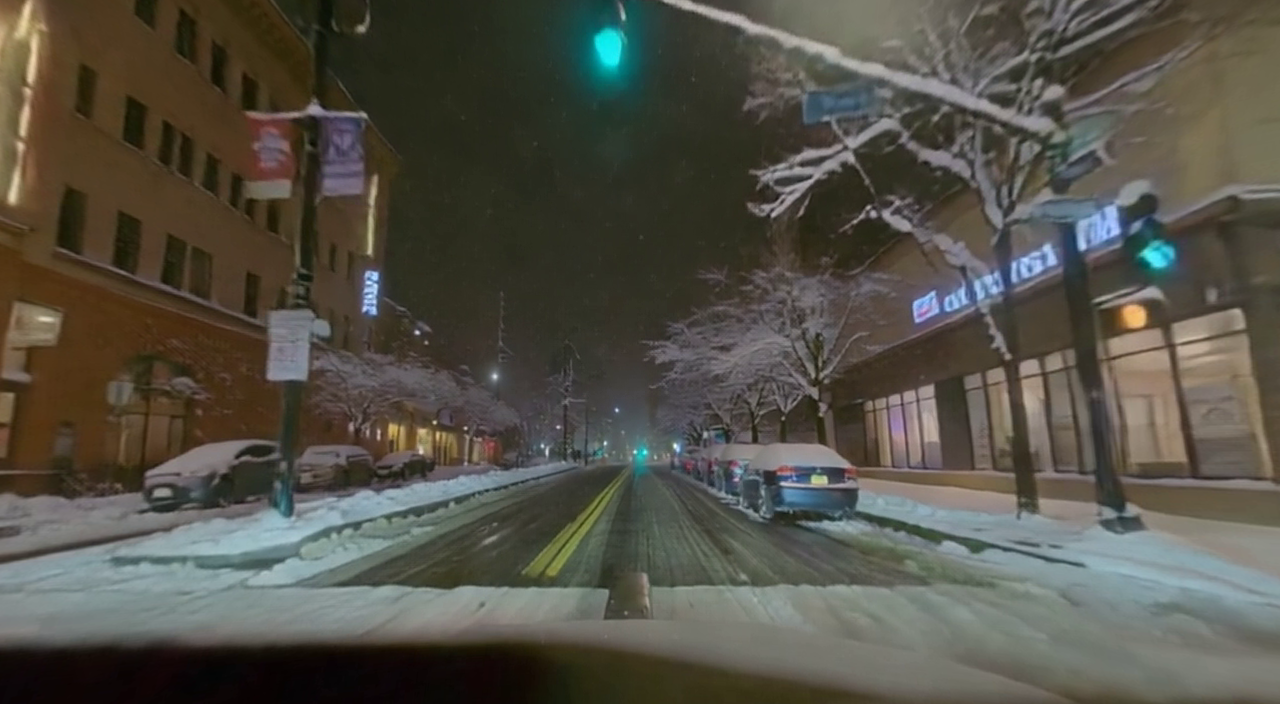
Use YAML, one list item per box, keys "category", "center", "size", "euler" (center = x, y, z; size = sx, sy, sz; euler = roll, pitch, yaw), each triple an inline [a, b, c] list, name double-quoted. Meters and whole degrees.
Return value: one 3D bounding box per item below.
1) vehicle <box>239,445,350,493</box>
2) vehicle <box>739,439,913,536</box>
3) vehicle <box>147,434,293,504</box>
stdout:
- category: "vehicle"
  center: [-12.146, 4.022, 22.070]
  size: [4.379, 1.480, 1.956]
  euler: [-8, -11, 41]
- category: "vehicle"
  center: [3.400, 2.554, 12.561]
  size: [2.120, 1.560, 4.402]
  euler: [0, -8, 0]
- category: "vehicle"
  center: [-12.417, 3.347, 18.553]
  size: [4.447, 1.790, 2.206]
  euler: [-7, -11, 39]
